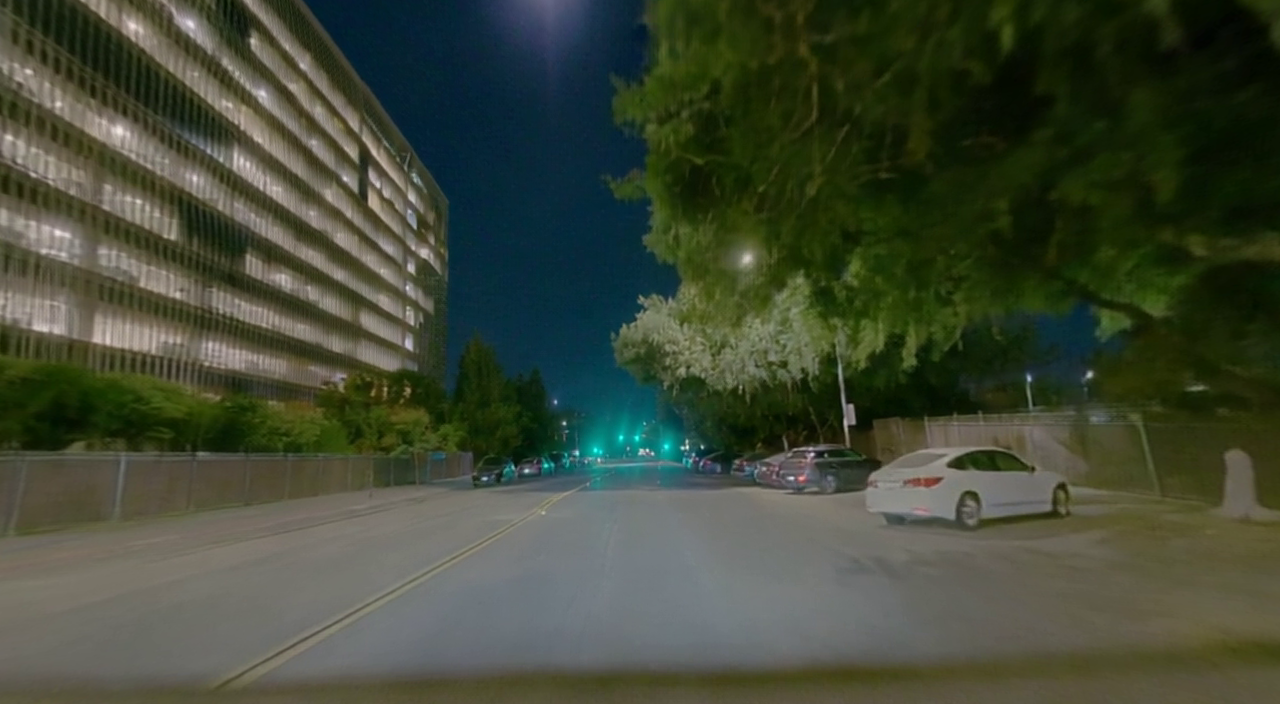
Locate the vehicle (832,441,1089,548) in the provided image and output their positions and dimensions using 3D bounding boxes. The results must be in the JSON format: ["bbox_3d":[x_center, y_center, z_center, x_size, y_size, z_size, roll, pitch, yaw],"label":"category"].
[{"bbox_3d":[5.464,2.301,10.826,3.752,1.494,2.083,5,-10,-29],"label":"vehicle"}]

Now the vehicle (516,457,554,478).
[{"bbox_3d":[-8.095,8.935,49.157,1.911,1.497,4.738,0,-8,2],"label":"vehicle"}]

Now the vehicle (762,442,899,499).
[{"bbox_3d":[6.258,3.796,20.716,3.954,1.666,2.213,6,-10,-34],"label":"vehicle"}]

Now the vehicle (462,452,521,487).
[{"bbox_3d":[-8.050,6.400,34.685,2.172,1.707,4.273,0,-8,0],"label":"vehicle"}]
